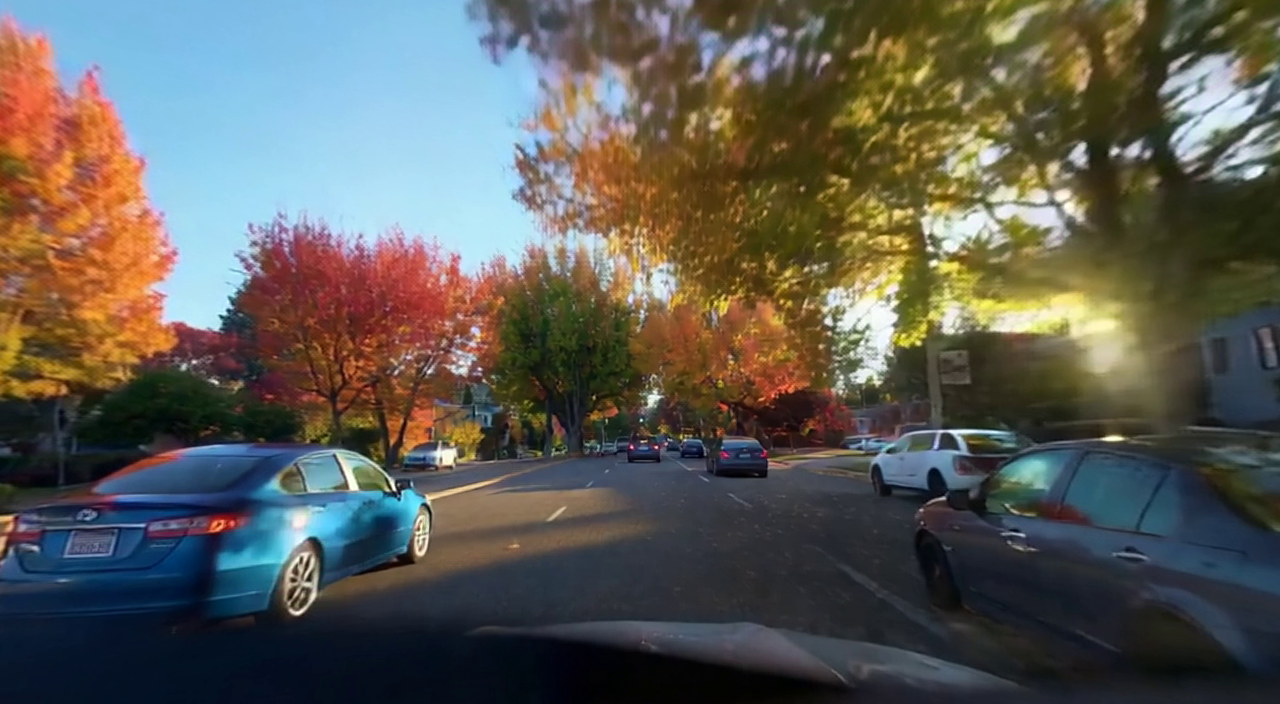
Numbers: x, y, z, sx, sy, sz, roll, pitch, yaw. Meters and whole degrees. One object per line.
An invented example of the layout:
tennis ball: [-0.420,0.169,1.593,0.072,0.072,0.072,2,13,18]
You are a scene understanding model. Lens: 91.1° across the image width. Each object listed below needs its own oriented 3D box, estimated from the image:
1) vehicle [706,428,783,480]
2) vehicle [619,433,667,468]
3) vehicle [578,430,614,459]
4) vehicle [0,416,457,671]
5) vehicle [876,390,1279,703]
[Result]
vehicle: [3.648,3.667,22.773,2.019,1.675,4.488,0,-8,0]
vehicle: [0.133,5.025,32.311,2.293,1.662,4.262,0,-8,0]
vehicle: [-3.310,7.110,48.154,2.246,2.062,5.123,0,-8,2]
vehicle: [-3.496,1.461,6.039,1.997,1.479,4.547,0,-8,1]
vehicle: [3.359,1.120,3.908,2.060,1.474,4.475,0,-8,0]
